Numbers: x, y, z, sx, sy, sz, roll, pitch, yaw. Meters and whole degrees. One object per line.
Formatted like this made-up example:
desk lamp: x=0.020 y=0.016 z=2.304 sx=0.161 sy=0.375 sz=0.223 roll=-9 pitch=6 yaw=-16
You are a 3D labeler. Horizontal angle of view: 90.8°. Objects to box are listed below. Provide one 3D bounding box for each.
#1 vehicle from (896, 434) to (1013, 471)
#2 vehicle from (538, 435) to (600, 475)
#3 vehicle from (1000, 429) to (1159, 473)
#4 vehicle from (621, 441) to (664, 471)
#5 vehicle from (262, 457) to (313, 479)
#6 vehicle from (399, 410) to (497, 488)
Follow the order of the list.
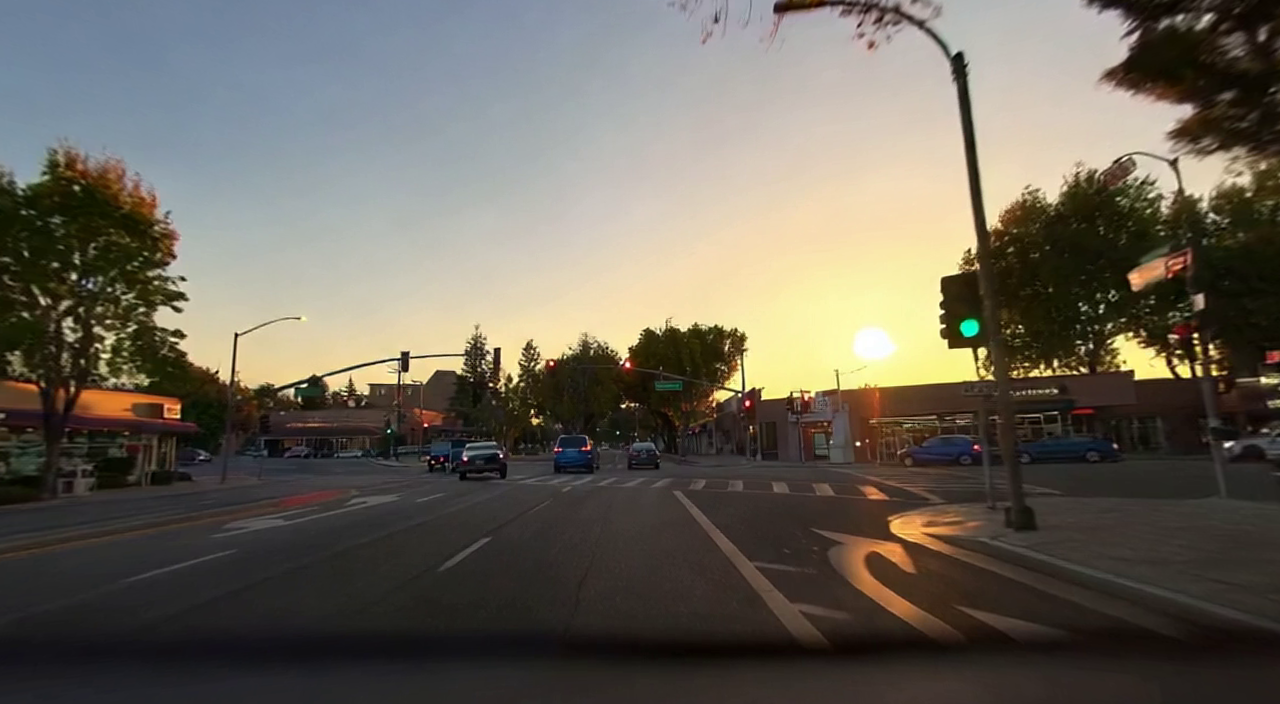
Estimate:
vehicle: x=14.207 y=4.533 z=28.639 sx=4.406 sy=1.512 sz=1.935 roll=-6 pitch=-10 yaw=35
vehicle: x=-3.368 y=5.078 z=31.306 sx=2.464 sy=1.777 sz=5.128 roll=0 pitch=-9 yaw=0
vehicle: x=16.001 y=3.622 z=23.214 sx=4.520 sy=1.455 sz=1.968 roll=-6 pitch=-10 yaw=35
vehicle: x=0.148 y=5.484 z=33.435 sx=2.103 sy=1.487 sz=4.101 roll=0 pitch=-9 yaw=1
vehicle: x=-26.523 y=8.693 z=47.485 sx=4.432 sy=1.480 sz=1.915 roll=-8 pitch=-11 yaw=41
vehicle: x=-7.168 y=3.683 z=24.218 sx=2.507 sy=2.667 sz=4.567 roll=0 pitch=-8 yaw=-3
